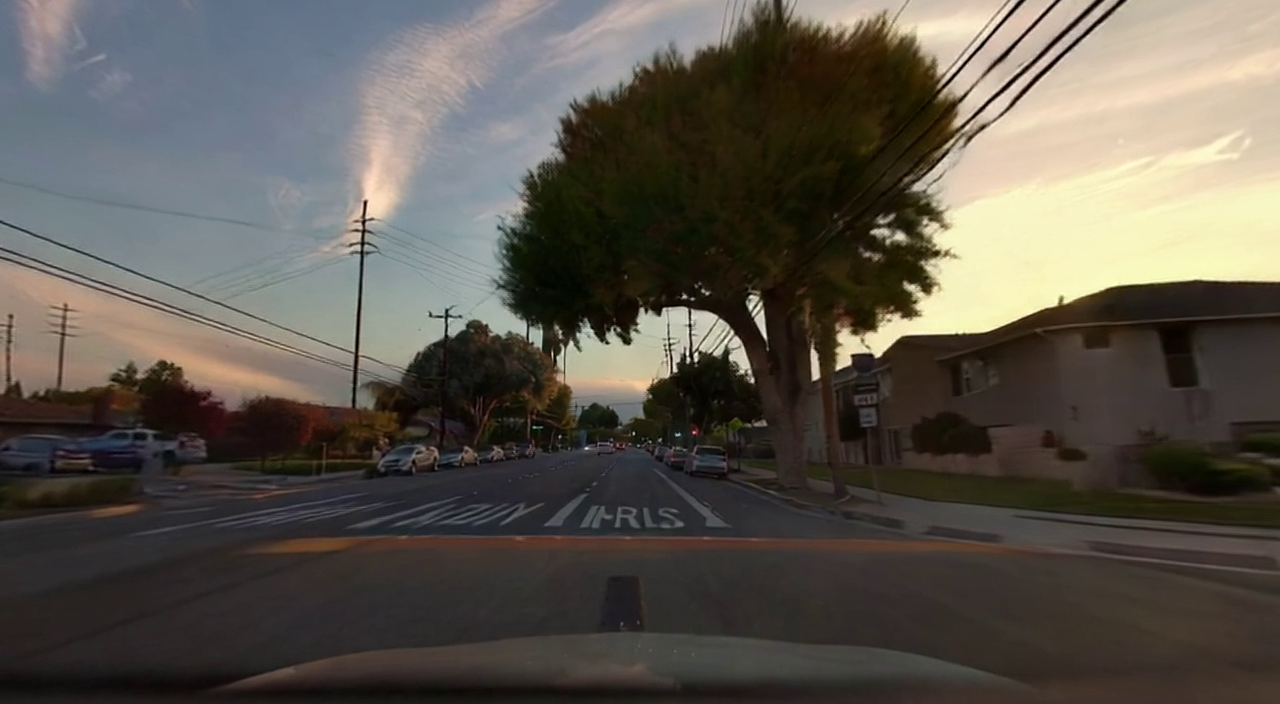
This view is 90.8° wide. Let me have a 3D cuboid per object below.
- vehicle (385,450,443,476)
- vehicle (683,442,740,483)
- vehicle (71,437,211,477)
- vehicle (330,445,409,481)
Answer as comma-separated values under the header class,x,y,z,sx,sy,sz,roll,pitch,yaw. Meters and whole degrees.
class,x,y,z,sx,sy,sz,roll,pitch,yaw
vehicle,-14.092,6.898,39.661,1.887,1.490,4.656,0,-9,0
vehicle,3.270,5.145,29.734,2.045,1.746,4.564,0,-9,-1
vehicle,-22.544,4.756,28.694,4.612,1.736,1.951,0,-9,-1
vehicle,-14.152,5.822,33.400,1.913,1.745,4.992,0,-9,1
